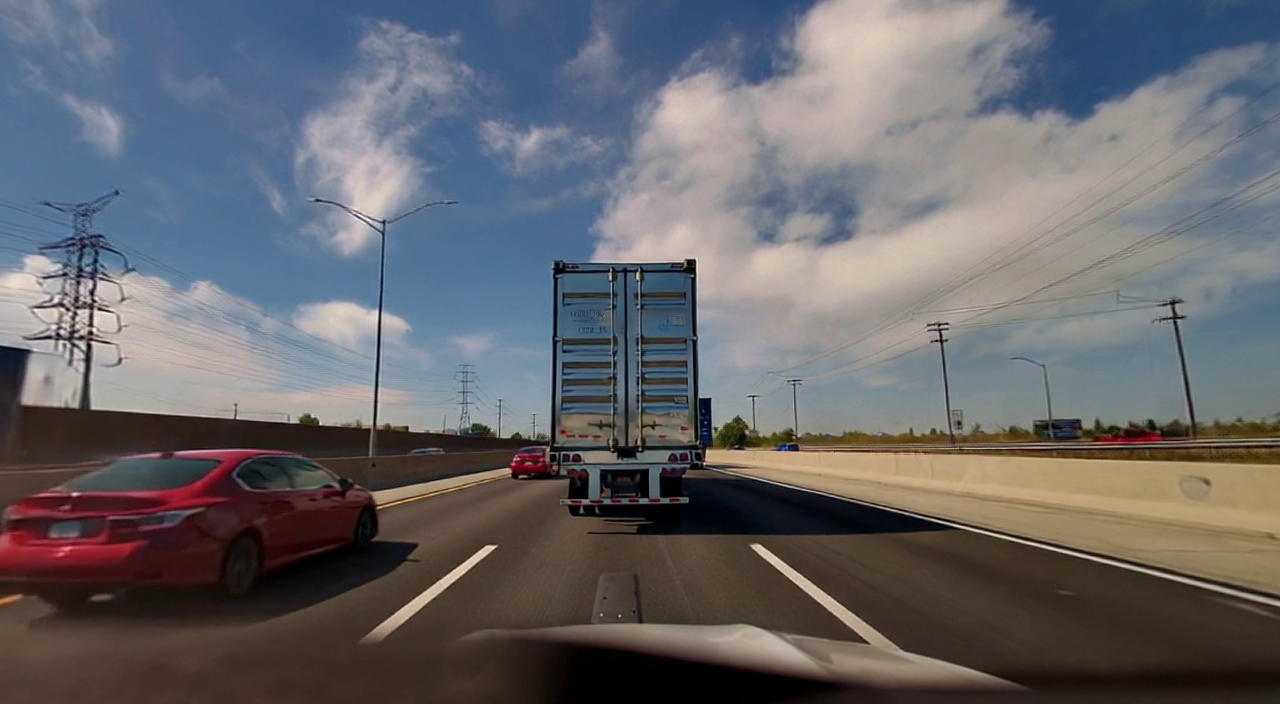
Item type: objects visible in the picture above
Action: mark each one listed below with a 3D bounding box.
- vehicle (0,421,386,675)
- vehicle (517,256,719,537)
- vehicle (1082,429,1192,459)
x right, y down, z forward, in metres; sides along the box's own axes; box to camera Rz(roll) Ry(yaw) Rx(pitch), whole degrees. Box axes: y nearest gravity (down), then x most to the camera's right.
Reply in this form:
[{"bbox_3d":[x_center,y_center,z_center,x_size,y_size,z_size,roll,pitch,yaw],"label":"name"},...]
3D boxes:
[{"bbox_3d":[-4.192,1.485,5.914,1.912,1.485,4.218,0,-9,-1],"label":"vehicle"},{"bbox_3d":[-0.283,1.473,15.168,2.841,4.071,12.046,0,-9,0],"label":"vehicle"},{"bbox_3d":[28.924,5.392,36.970,1.932,1.594,4.579,6,-11,-38],"label":"vehicle"}]
